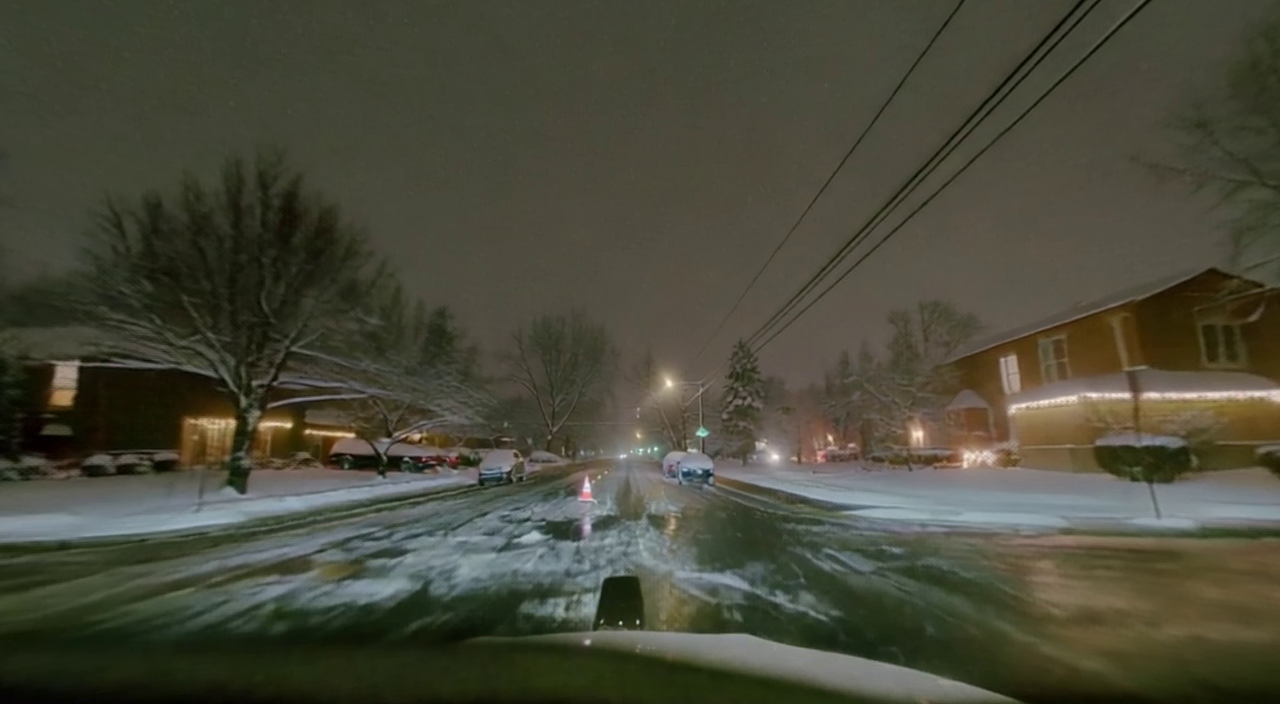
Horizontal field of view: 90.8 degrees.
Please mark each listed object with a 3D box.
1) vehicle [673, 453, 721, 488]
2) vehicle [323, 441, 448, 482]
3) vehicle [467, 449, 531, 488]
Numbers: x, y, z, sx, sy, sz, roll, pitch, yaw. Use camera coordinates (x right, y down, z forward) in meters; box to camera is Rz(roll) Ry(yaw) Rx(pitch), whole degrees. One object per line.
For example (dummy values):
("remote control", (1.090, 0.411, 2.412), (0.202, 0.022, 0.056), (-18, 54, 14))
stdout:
("vehicle", (2.803, 5.924, 31.902), (1.896, 1.602, 4.571), (2, -9, -1))
("vehicle", (-15.633, 6.754, 39.146), (6.526, 2.046, 2.522), (3, -9, -2))
("vehicle", (-7.521, 6.329, 34.414), (2.266, 1.877, 5.167), (-1, -10, 0))
